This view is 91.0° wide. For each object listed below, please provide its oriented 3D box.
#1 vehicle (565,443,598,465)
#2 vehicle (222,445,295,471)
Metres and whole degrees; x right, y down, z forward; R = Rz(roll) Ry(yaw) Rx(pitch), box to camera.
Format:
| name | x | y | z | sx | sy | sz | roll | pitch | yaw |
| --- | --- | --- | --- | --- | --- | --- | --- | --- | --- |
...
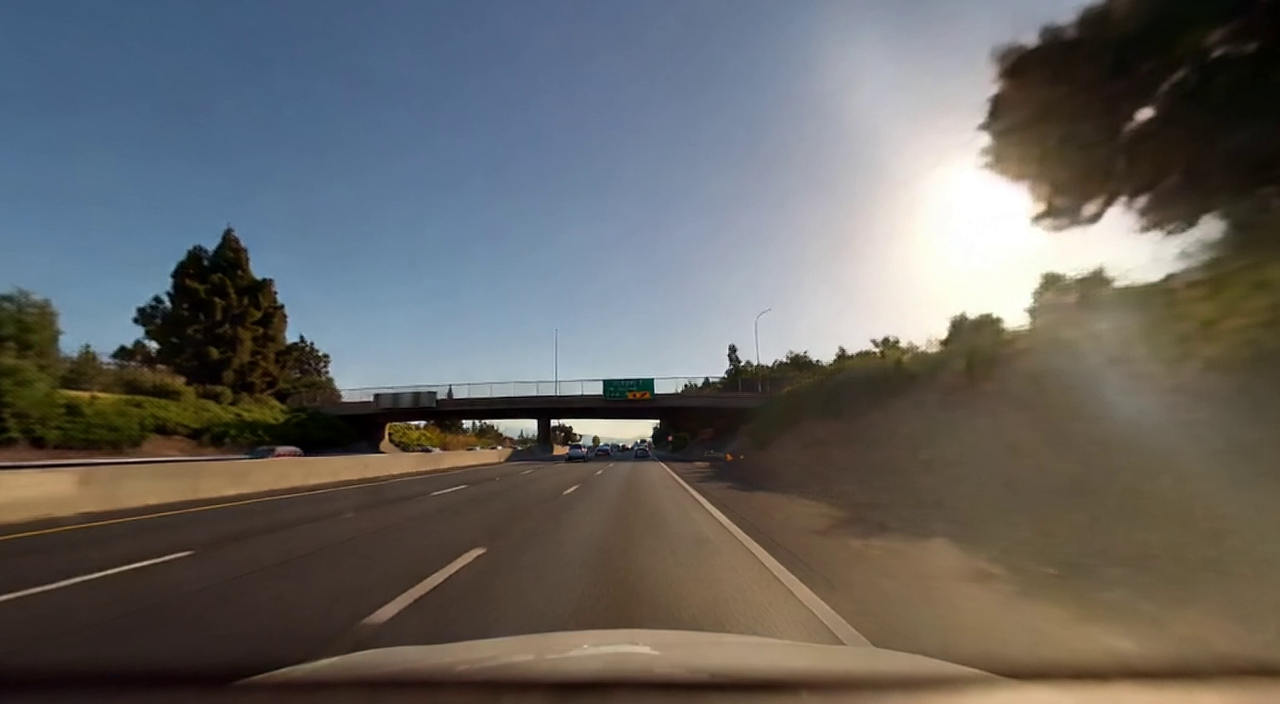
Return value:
| name | x | y | z | sx | sy | sz | roll | pitch | yaw |
| --- | --- | --- | --- | --- | --- | --- | --- | --- | --- |
| vehicle | -4.245 | 7.505 | 46.458 | 1.916 | 1.545 | 4.757 | 0 | -9 | 0 |
| vehicle | -28.347 | 7.855 | 46.995 | 2.055 | 1.796 | 5.247 | 0 | -9 | 1 |
